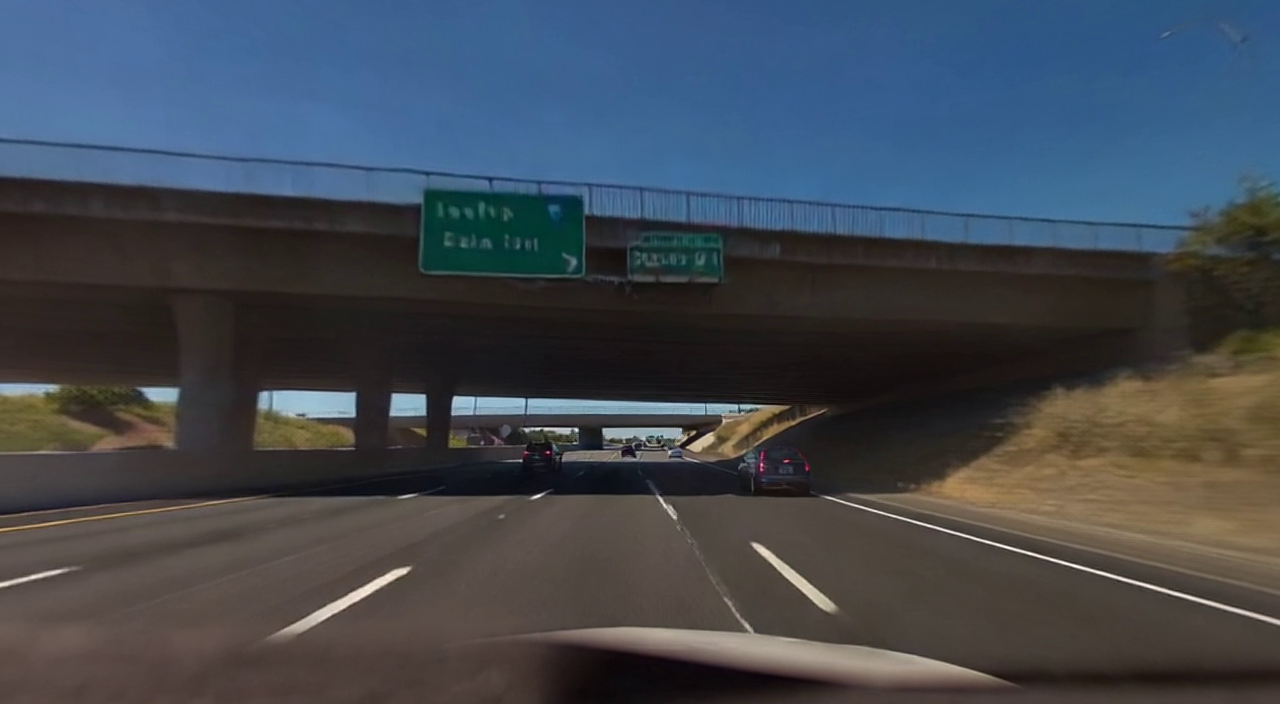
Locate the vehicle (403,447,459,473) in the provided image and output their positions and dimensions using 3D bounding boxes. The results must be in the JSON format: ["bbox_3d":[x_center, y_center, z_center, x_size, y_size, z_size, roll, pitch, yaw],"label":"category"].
[{"bbox_3d":[-12.947,6.688,39.387,1.919,1.497,4.765,0,-9,-1],"label":"vehicle"}]

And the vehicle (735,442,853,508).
[{"bbox_3d":[3.951,3.237,17.039,2.079,1.535,4.316,0,-9,0],"label":"vehicle"}]

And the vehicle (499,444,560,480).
[{"bbox_3d":[-5.121,5.154,29.776,2.072,1.545,4.687,0,-9,-1],"label":"vehicle"}]
